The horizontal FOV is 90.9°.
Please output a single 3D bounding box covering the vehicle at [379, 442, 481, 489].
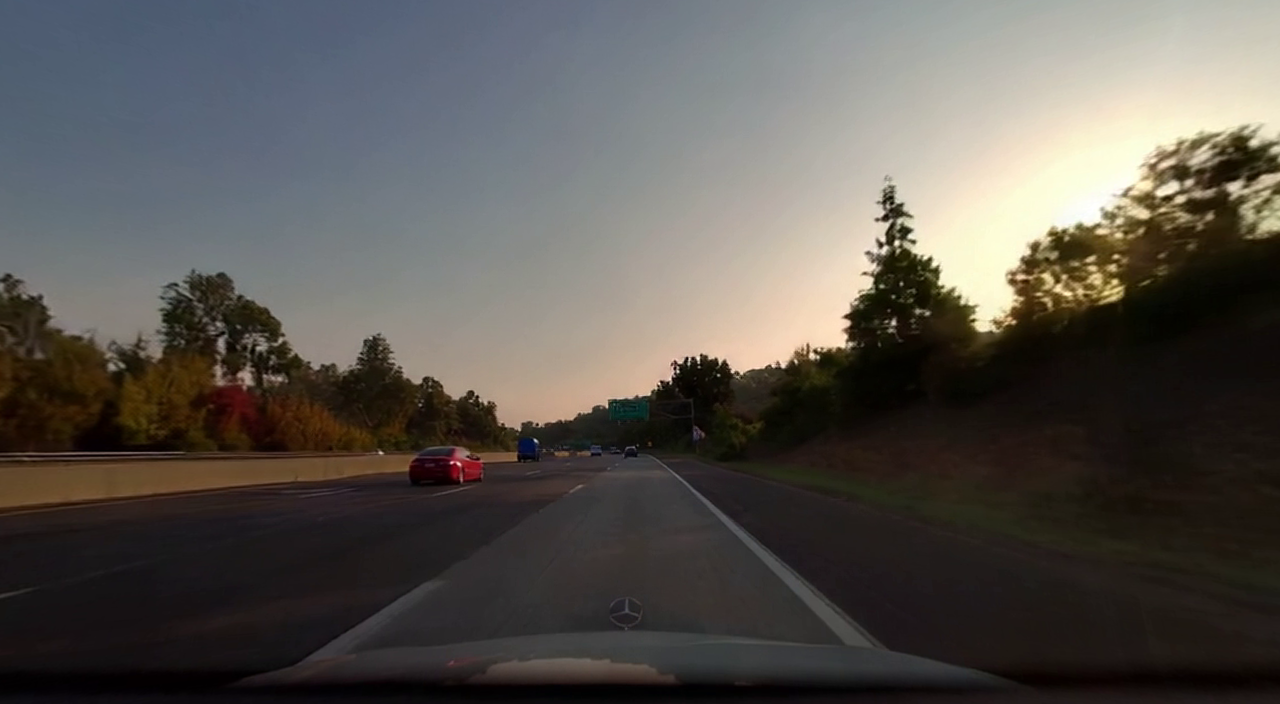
[{"bbox_3d":[-7.348,4.010,22.681,1.981,1.486,4.735,0,-8,1],"label":"vehicle"}]
